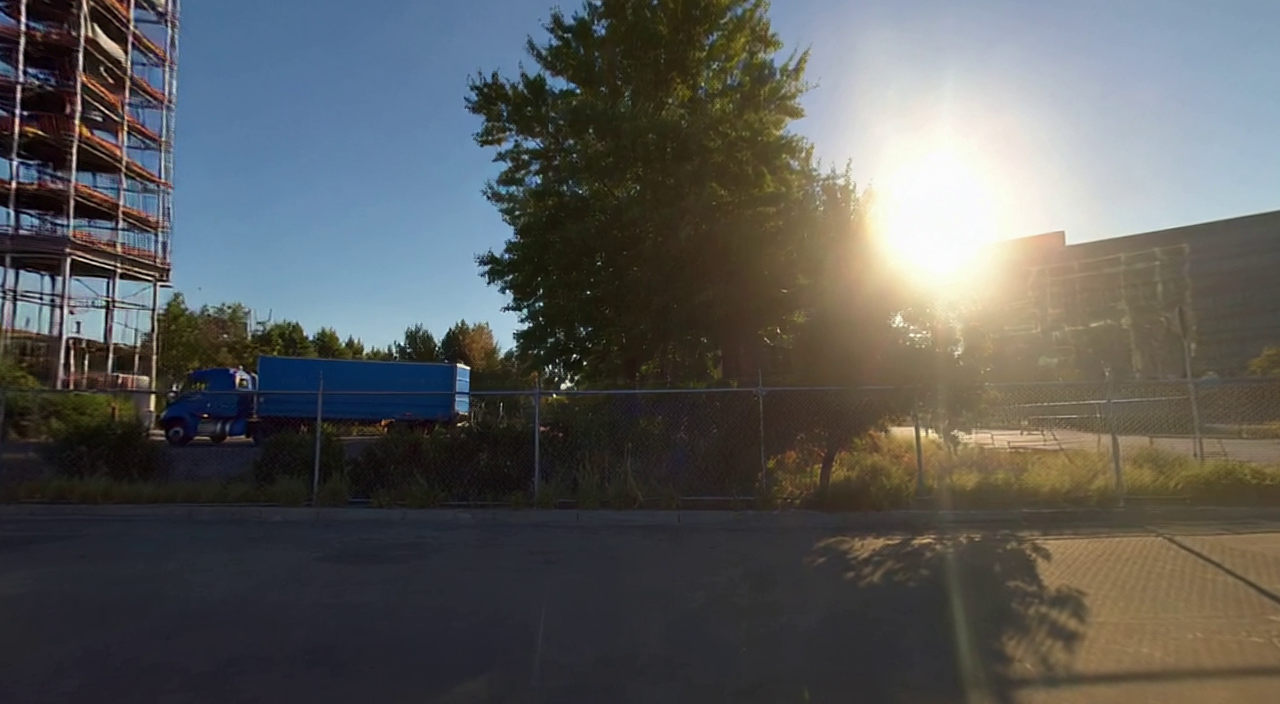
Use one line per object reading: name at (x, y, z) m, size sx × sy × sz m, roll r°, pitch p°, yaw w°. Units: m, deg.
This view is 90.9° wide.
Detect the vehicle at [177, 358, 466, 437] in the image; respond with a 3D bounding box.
vehicle at (-17.218, 2.676, 35.219) m, size 14.067 × 4.099 × 2.832 m, roll 1°, pitch -9°, yaw -7°
